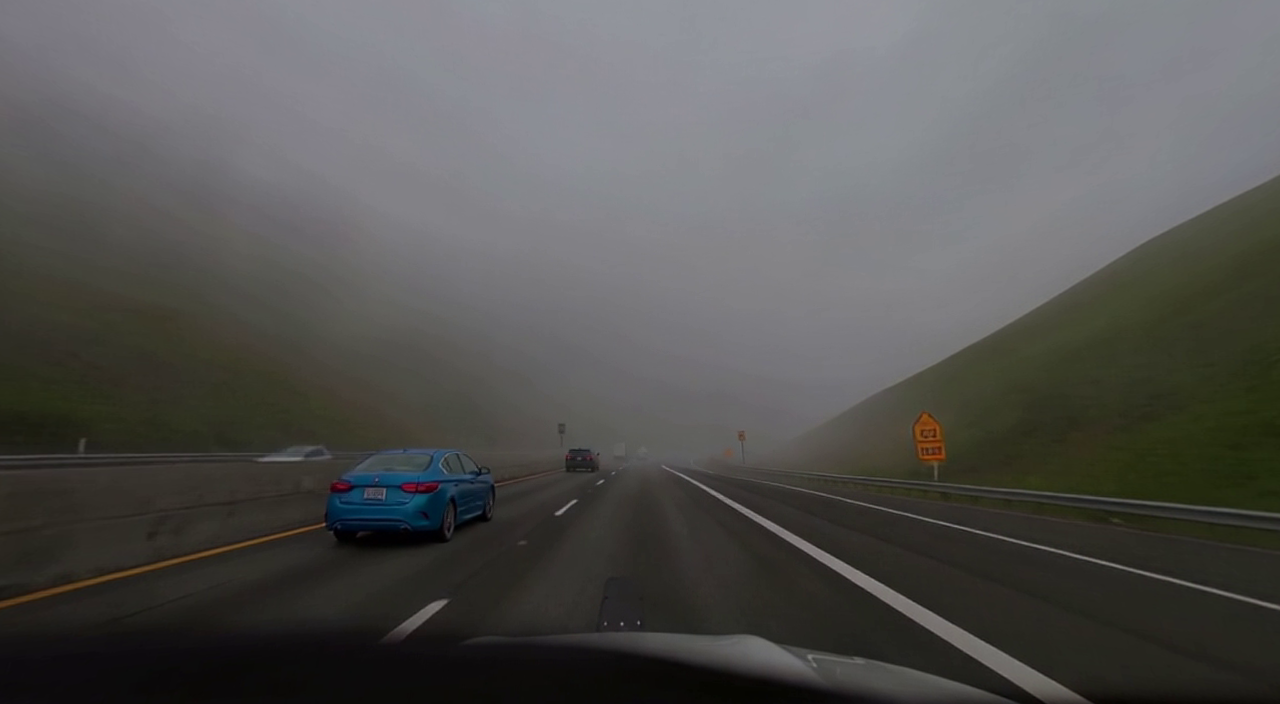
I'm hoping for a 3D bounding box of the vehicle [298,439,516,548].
[{"bbox_3d":[-3.580,2.263,10.791,1.988,1.440,4.504,0,-9,0],"label":"vehicle"}]

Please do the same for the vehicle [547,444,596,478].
[{"bbox_3d":[-3.588,5.830,33.874,2.073,1.694,4.162,0,-9,1],"label":"vehicle"}]

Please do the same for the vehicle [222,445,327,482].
[{"bbox_3d":[-15.926,4.869,27.804,1.930,1.482,4.513,0,-9,0],"label":"vehicle"}]
